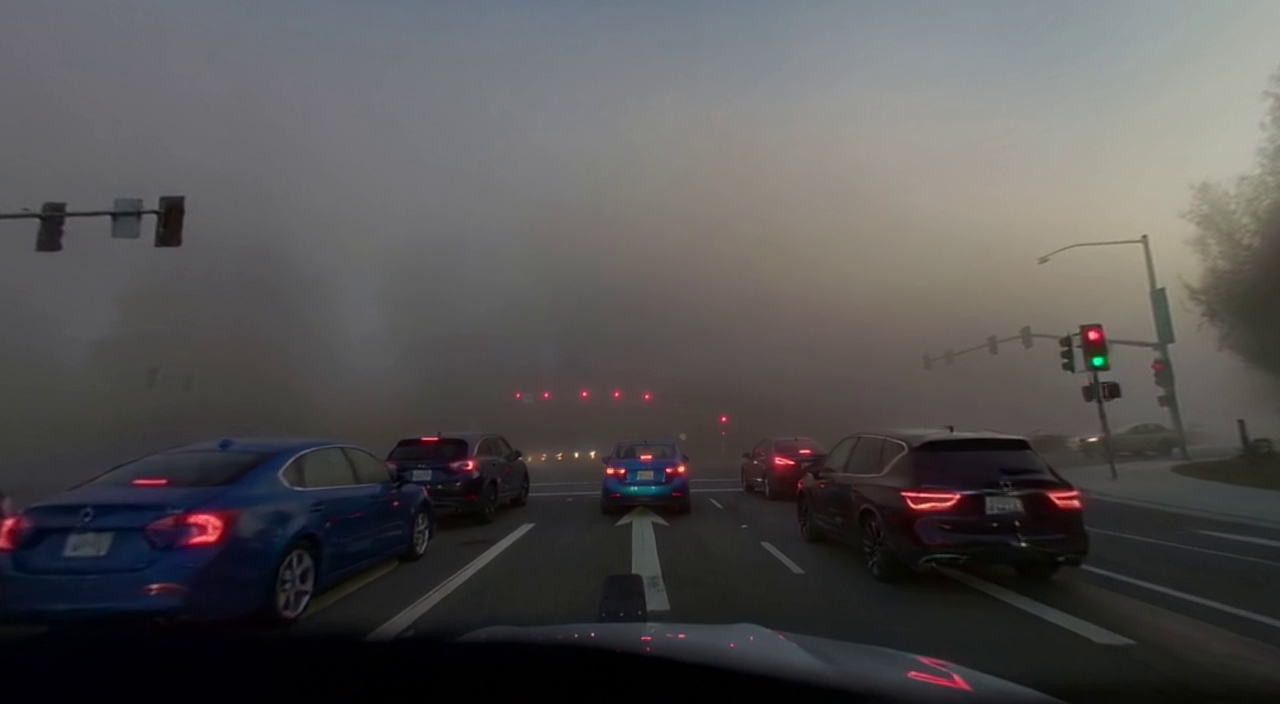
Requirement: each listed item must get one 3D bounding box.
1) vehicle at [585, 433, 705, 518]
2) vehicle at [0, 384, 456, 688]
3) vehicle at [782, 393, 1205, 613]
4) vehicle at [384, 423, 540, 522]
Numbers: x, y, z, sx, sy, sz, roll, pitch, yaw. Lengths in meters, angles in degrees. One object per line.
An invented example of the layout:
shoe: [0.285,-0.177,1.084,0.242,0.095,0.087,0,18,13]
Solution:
vehicle: [0.034,2.482,13.177,2.114,1.482,4.056,0,-9,-2]
vehicle: [-3.386,1.343,5.762,2.034,1.655,4.465,0,-9,0]
vehicle: [3.238,1.497,7.128,2.178,1.691,4.314,0,-9,-1]
vehicle: [-3.417,2.410,13.098,1.958,1.693,4.242,0,-9,0]
